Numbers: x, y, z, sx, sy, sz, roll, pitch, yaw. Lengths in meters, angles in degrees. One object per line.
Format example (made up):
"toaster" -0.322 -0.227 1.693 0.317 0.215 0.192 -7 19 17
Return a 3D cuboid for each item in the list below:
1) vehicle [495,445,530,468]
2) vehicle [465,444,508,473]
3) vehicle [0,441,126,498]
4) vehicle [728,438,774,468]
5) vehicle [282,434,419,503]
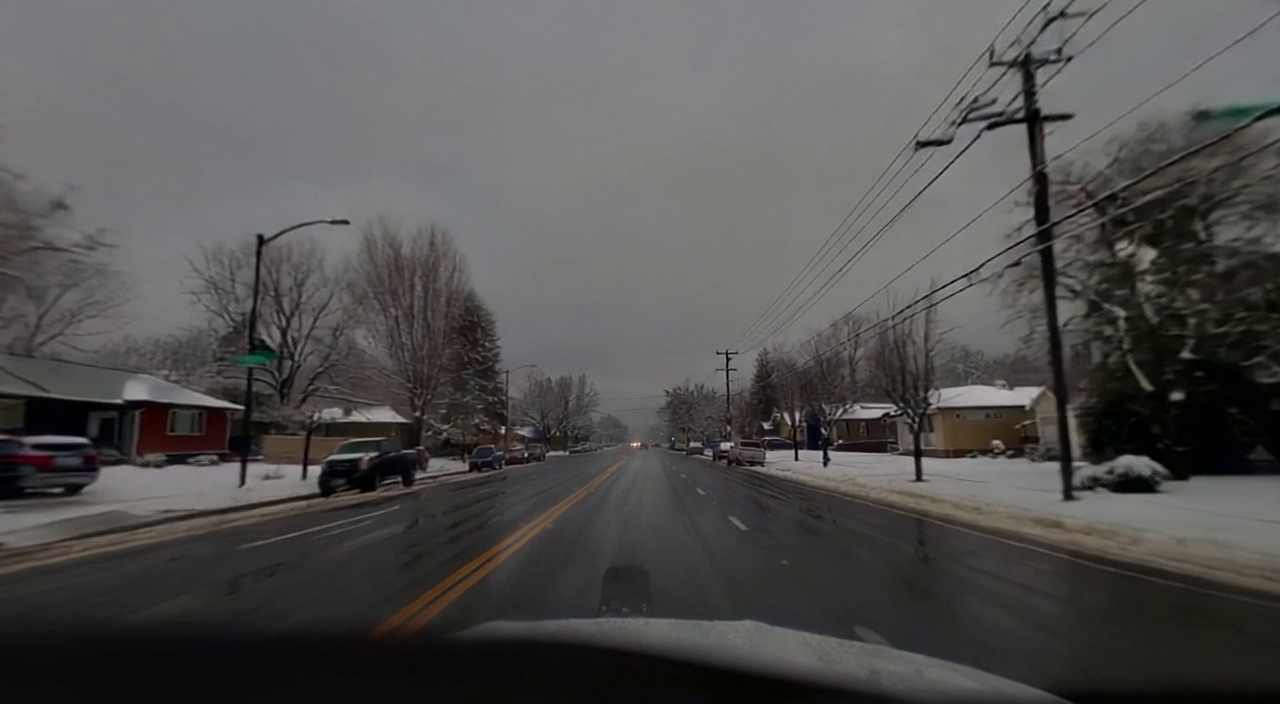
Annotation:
"vehicle" -10.044 8.250 49.874 1.932 1.472 4.516 -3 -6 -2
"vehicle" -10.004 6.924 41.299 1.974 1.696 4.336 -2 -8 -3
"vehicle" -17.799 3.323 18.056 4.430 1.489 1.984 -1 -8 3
"vehicle" 7.195 6.589 41.252 2.128 1.823 4.834 0 -8 0
"vehicle" -10.331 4.139 23.184 2.419 2.001 5.566 -2 -7 0
